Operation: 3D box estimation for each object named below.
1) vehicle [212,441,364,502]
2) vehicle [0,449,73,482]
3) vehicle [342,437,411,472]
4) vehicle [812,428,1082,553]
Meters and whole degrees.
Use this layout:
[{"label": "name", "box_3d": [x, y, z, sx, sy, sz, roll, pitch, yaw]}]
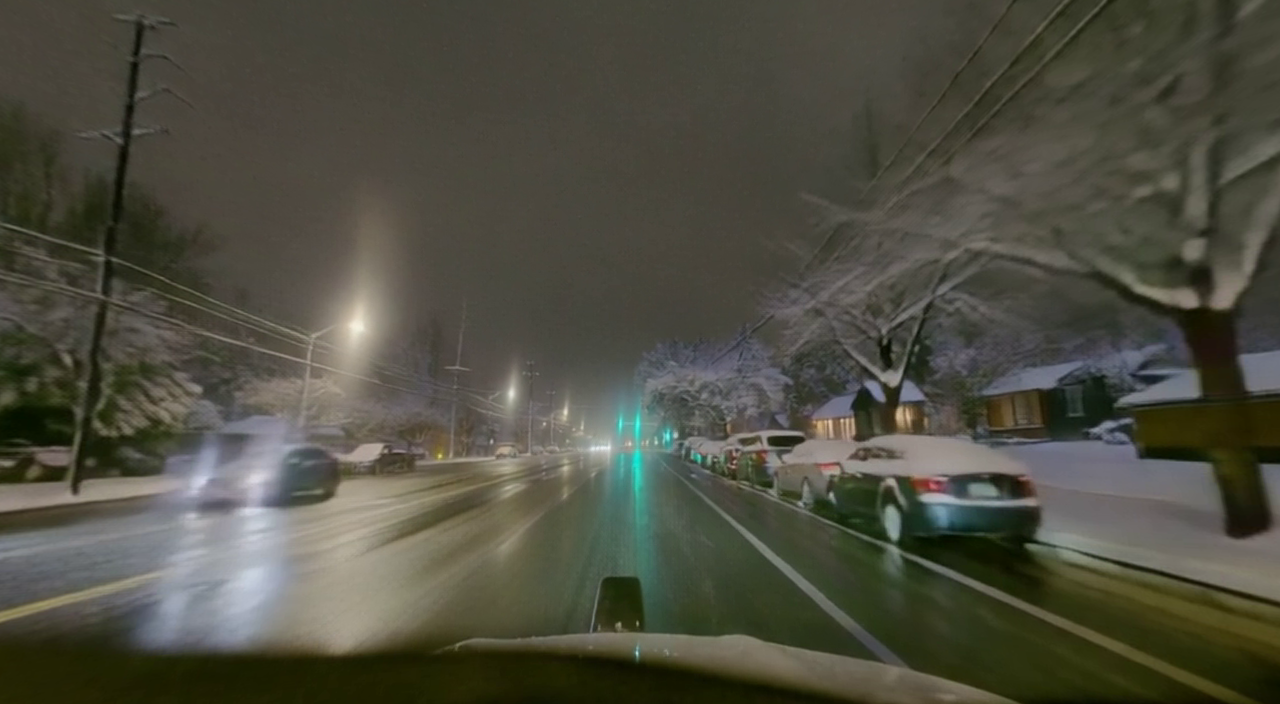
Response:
[{"label": "vehicle", "box_3d": [-10.136, 3.440, 18.669, 1.978, 1.566, 4.357, 0, -9, 0]}, {"label": "vehicle", "box_3d": [-30.423, 5.408, 30.163, 4.603, 1.498, 2.053, 0, -9, -1]}, {"label": "vehicle", "box_3d": [-17.897, 6.976, 43.274, 2.360, 2.225, 5.385, 0, -9, 0]}, {"label": "vehicle", "box_3d": [4.435, 2.062, 10.187, 1.927, 1.523, 4.668, 0, -8, -1]}]
